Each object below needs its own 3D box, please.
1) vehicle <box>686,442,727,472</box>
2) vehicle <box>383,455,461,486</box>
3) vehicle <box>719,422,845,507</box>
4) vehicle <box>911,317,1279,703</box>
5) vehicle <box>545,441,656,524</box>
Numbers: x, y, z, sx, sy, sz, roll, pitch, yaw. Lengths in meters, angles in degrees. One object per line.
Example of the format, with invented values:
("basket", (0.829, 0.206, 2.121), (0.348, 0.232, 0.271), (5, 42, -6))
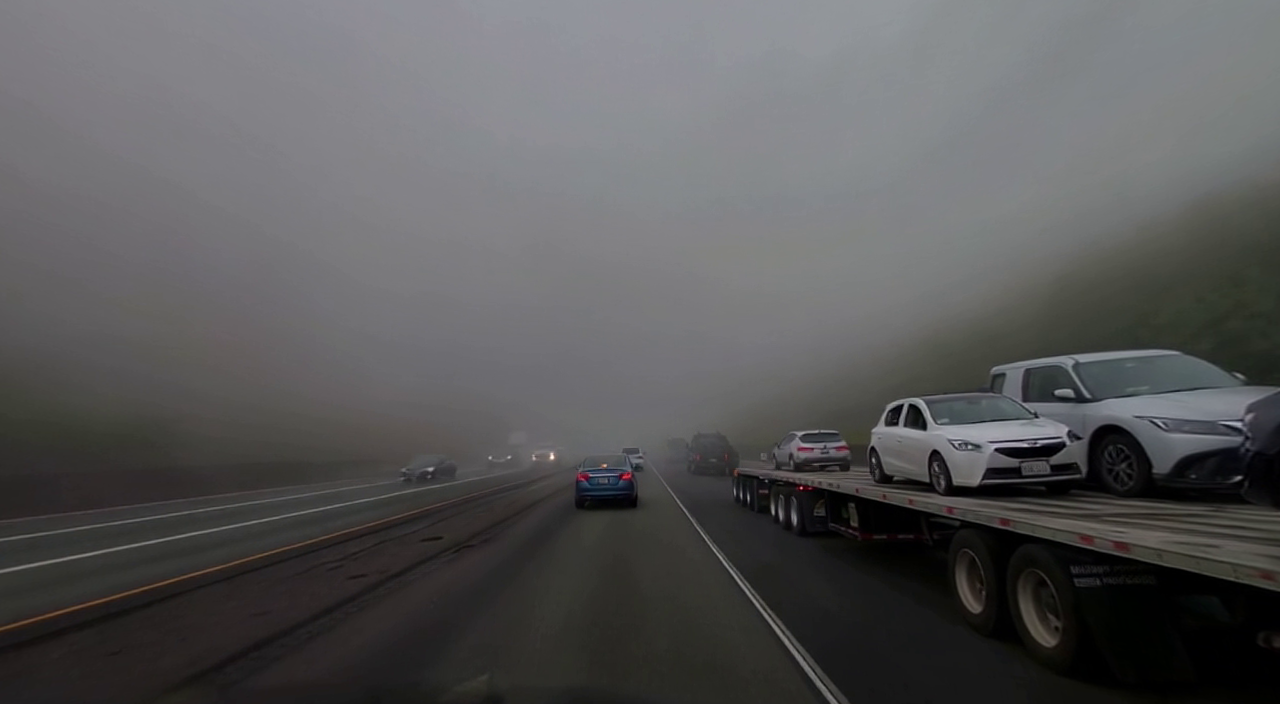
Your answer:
("vehicle", (3.872, 6.197, 37.340), (1.938, 1.660, 4.223), (0, -9, -1))
("vehicle", (-11.706, 6.376, 34.285), (2.431, 1.508, 4.935), (0, -9, 1))
("vehicle", (3.452, 2.844, 16.200), (2.303, 1.889, 3.920), (0, -9, 0))
("vehicle", (3.493, 0.923, 3.507), (1.959, 1.783, 4.407), (0, -9, 0))
("vehicle", (-0.700, 2.634, 13.214), (1.991, 1.466, 3.675), (0, -9, 0))
